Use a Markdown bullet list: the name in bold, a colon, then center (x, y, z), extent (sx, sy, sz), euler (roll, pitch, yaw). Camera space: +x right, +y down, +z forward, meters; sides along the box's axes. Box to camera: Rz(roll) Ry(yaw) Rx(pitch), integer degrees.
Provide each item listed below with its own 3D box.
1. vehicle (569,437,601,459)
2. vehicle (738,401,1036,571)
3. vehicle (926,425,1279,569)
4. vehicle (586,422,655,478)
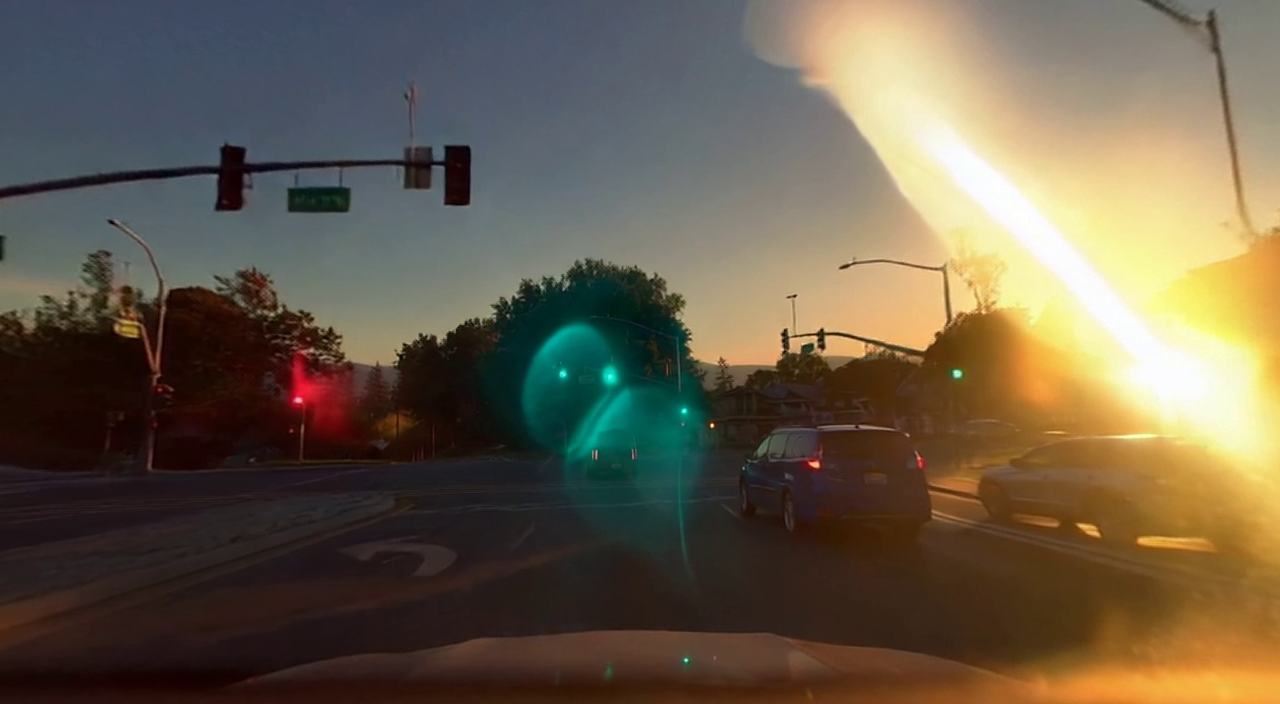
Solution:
- **vehicle**: center (-3.977, 6.874, 45.168), extent (1.887, 1.458, 4.275), euler (1, -8, -10)
- **vehicle**: center (2.845, 1.670, 8.662), extent (2.024, 1.686, 4.588), euler (0, -8, -3)
- **vehicle**: center (6.393, 1.873, 9.085), extent (2.124, 1.474, 4.880), euler (0, -8, -2)
- **vehicle**: center (-0.837, 3.579, 23.242), extent (2.185, 1.822, 4.583), euler (1, -8, -6)
